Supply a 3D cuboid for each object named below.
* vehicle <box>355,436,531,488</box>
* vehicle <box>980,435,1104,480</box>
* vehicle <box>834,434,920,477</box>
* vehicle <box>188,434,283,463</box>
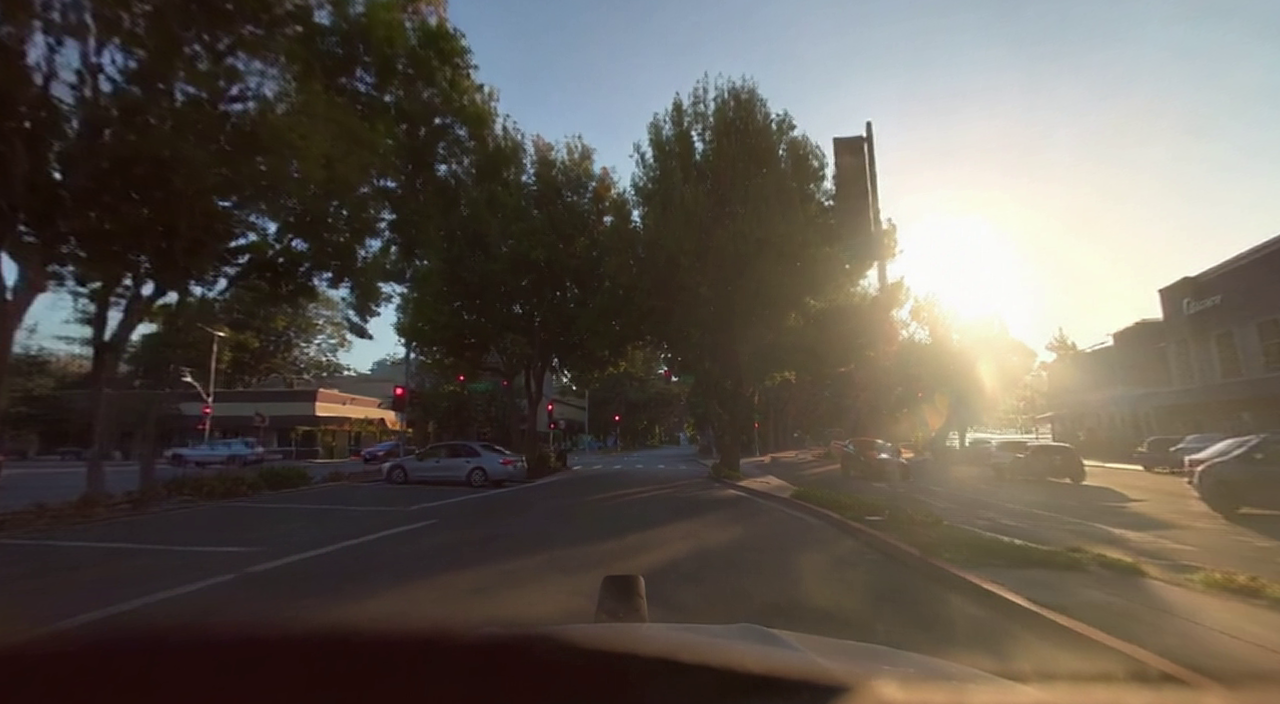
[{"bbox_3d":[-6.063,3.380,19.748,4.792,1.468,2.116,-1,-8,11],"label":"vehicle"},{"bbox_3d":[14.673,3.832,23.402,1.951,1.491,4.359,0,-8,4],"label":"vehicle"},{"bbox_3d":[9.238,4.046,25.091,2.061,1.519,4.794,-1,-8,6],"label":"vehicle"},{"bbox_3d":[-25.793,6.142,40.420,4.906,1.784,1.913,5,-9,-32],"label":"vehicle"}]
